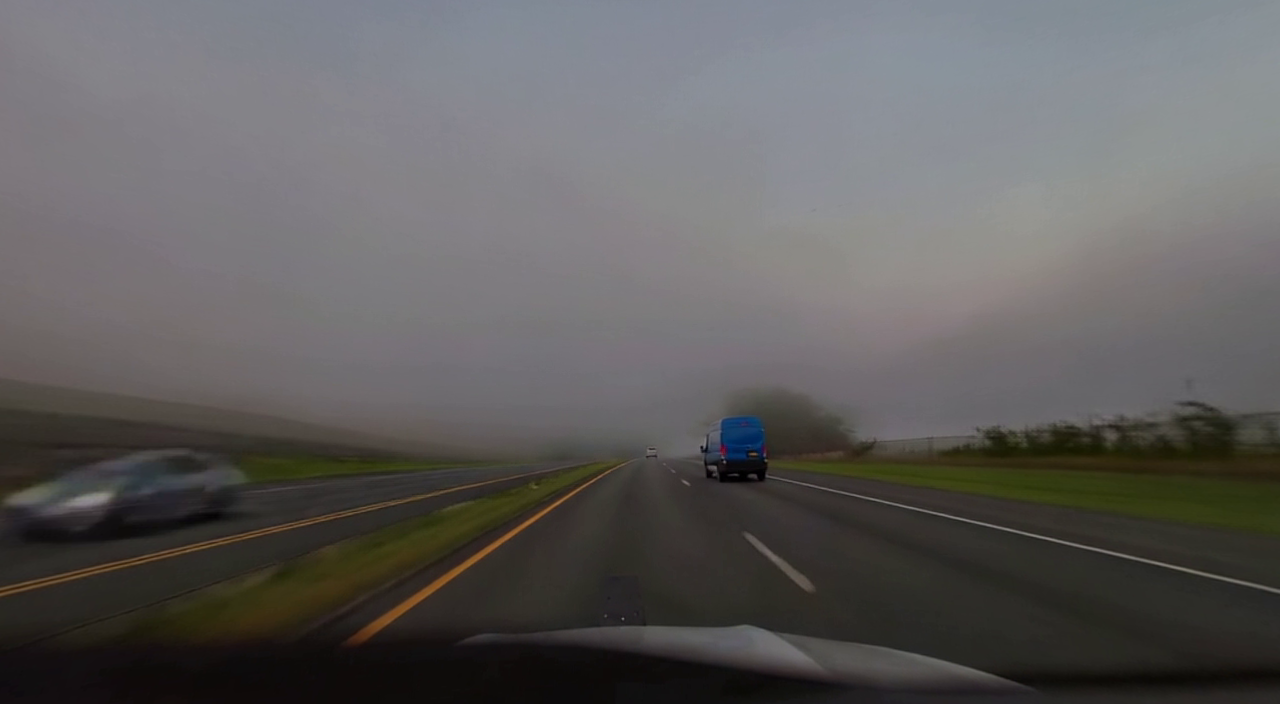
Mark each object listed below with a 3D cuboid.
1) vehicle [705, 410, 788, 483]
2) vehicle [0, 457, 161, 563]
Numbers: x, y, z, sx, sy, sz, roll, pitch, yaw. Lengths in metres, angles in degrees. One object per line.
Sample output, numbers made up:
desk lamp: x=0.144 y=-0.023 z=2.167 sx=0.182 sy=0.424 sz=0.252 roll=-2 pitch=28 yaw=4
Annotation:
vehicle: x=4.342 y=4.013 z=26.777 sx=2.437 sy=2.735 sz=5.507 roll=0 pitch=-9 yaw=-1
vehicle: x=-10.109 y=2.440 z=10.012 sx=1.914 sy=1.446 sz=3.942 roll=0 pitch=-9 yaw=-1
